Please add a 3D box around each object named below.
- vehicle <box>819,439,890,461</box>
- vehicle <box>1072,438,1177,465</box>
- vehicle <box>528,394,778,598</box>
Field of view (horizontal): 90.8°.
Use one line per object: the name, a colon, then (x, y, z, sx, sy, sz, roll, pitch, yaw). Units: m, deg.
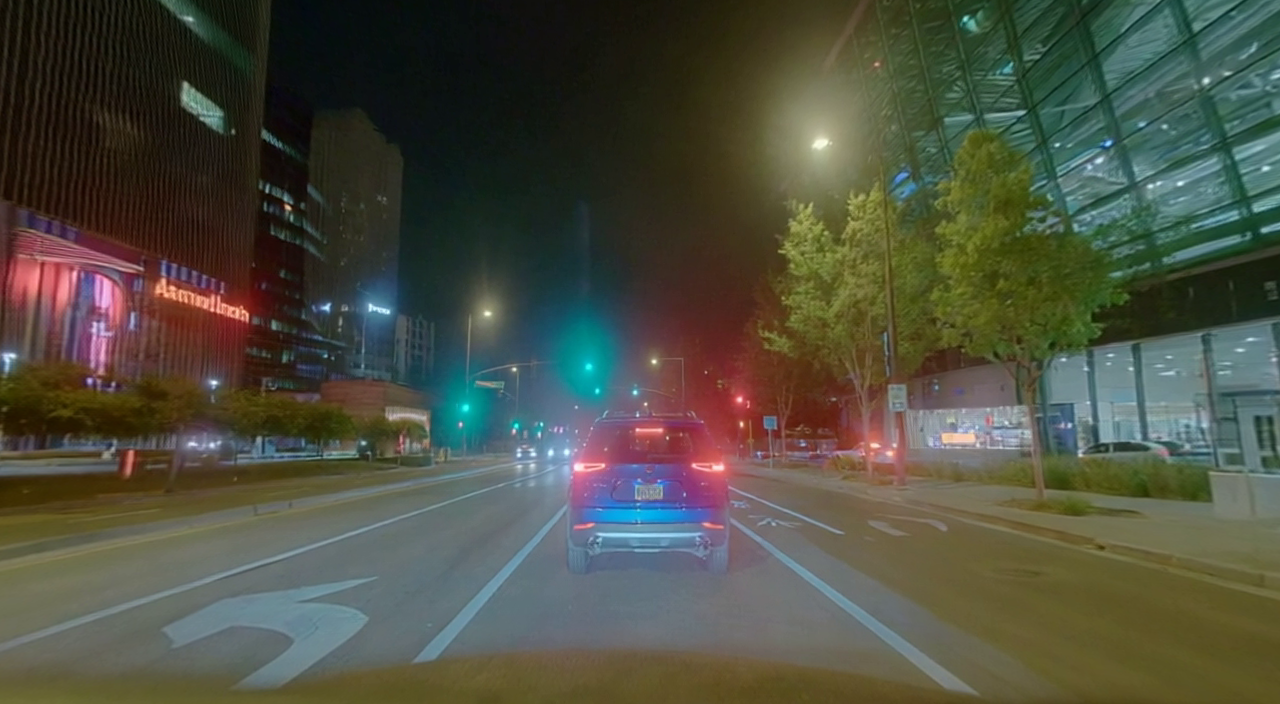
vehicle: (15.410, 7.036, 45.454, 4.422, 1.563, 1.751, 0, -8, -1)
vehicle: (29.421, 6.055, 38.474, 4.571, 1.558, 2.171, 0, -9, -2)
vehicle: (0.014, 1.555, 7.635, 2.183, 1.765, 4.059, 0, -9, -3)
